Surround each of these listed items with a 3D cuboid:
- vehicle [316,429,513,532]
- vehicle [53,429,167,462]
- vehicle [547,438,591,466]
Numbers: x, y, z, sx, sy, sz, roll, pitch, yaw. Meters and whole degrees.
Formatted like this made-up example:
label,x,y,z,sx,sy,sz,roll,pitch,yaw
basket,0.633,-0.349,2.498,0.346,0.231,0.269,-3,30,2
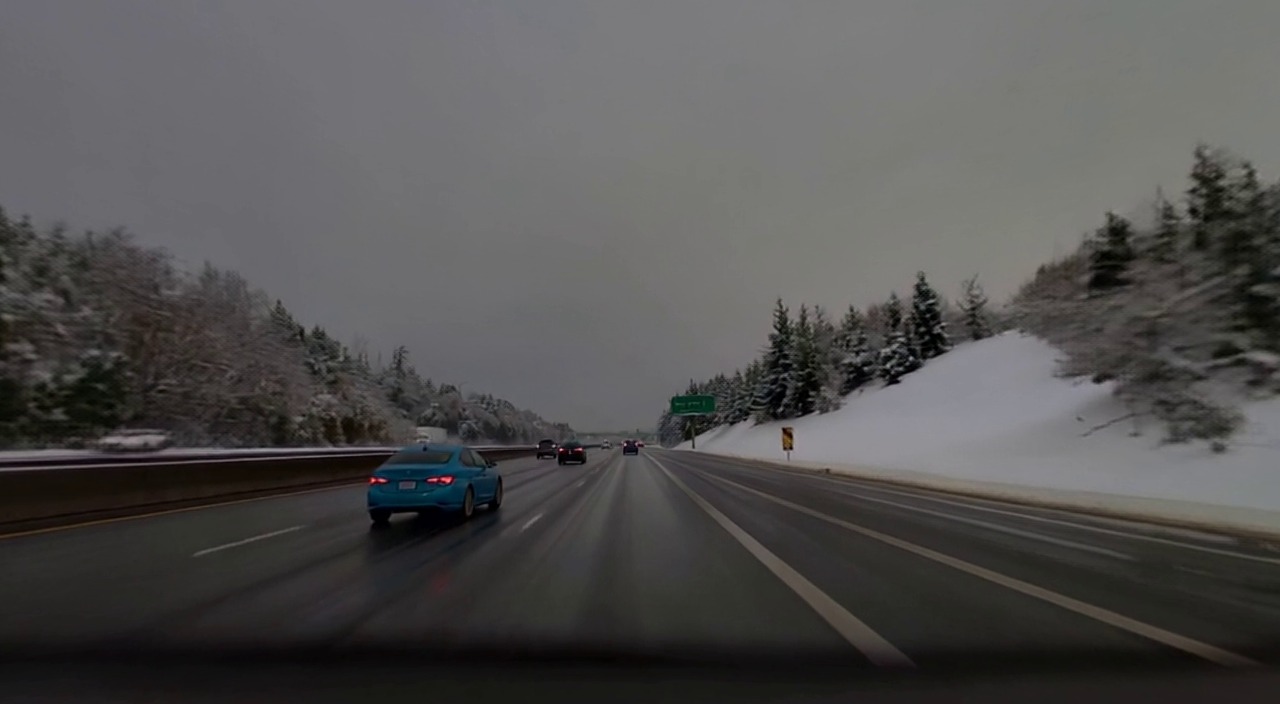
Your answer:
label,x,y,z,sx,sy,sz,roll,pitch,yaw
vehicle,-3.804,2.241,11.668,2.025,1.506,4.429,0,-8,0
vehicle,-32.570,5.788,39.121,2.192,1.923,5.611,0,-8,0
vehicle,-4.080,5.817,36.921,2.068,1.501,4.395,0,-8,-1
